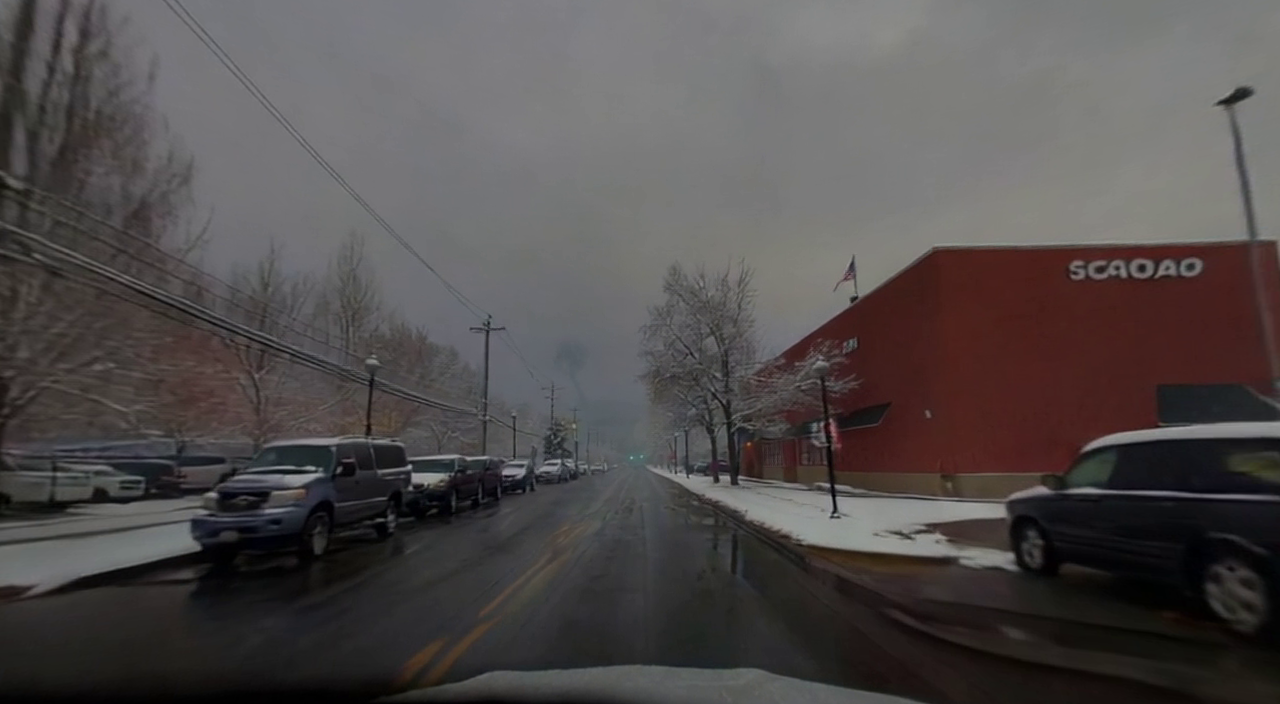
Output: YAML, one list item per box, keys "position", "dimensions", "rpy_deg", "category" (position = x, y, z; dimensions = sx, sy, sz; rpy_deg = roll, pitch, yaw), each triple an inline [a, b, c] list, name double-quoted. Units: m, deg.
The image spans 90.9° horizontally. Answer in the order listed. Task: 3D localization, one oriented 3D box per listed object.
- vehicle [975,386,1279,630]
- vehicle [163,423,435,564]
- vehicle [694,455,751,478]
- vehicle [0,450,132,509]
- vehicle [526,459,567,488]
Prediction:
- position: [5.724, 1.470, 6.297]
  dimensions: [2.054, 1.779, 4.650]
  rpy_deg: [1, -11, -1]
  category: "vehicle"
- position: [-5.843, 2.567, 11.959]
  dimensions: [2.196, 2.001, 5.548]
  rpy_deg: [1, -11, -3]
  category: "vehicle"
- position: [6.451, 9.024, 49.481]
  dimensions: [4.193, 1.665, 1.924]
  rpy_deg: [1, -11, -1]
  category: "vehicle"
- position: [-16.548, 3.488, 17.353]
  dimensions: [3.578, 1.455, 1.734]
  rpy_deg: [-2, -9, 1]
  category: "vehicle"
- position: [-5.705, 7.530, 39.086]
  dimensions: [1.832, 1.623, 4.424]
  rpy_deg: [1, -11, 0]
  category: "vehicle"
